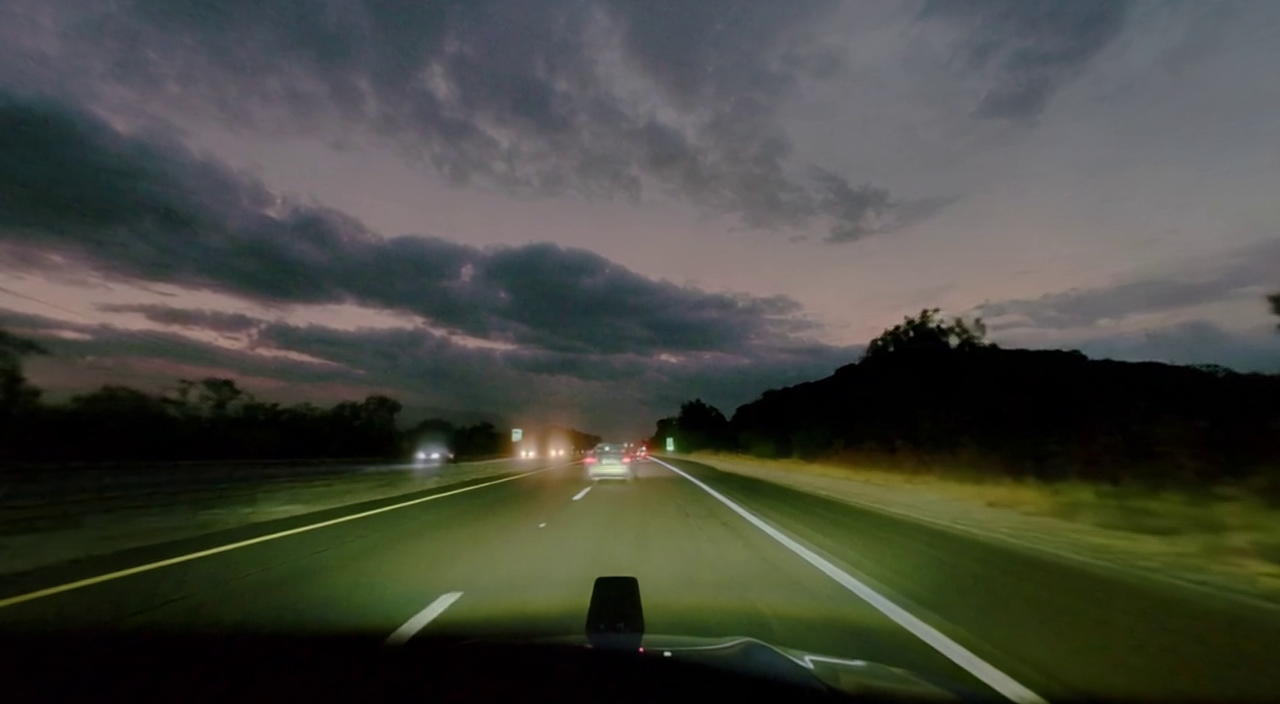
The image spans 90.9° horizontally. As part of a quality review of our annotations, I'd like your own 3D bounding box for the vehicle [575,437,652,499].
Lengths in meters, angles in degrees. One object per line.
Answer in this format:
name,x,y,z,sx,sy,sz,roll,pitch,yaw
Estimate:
vehicle,-0.699,3.563,19.709,2.135,1.686,4.517,0,-9,1
